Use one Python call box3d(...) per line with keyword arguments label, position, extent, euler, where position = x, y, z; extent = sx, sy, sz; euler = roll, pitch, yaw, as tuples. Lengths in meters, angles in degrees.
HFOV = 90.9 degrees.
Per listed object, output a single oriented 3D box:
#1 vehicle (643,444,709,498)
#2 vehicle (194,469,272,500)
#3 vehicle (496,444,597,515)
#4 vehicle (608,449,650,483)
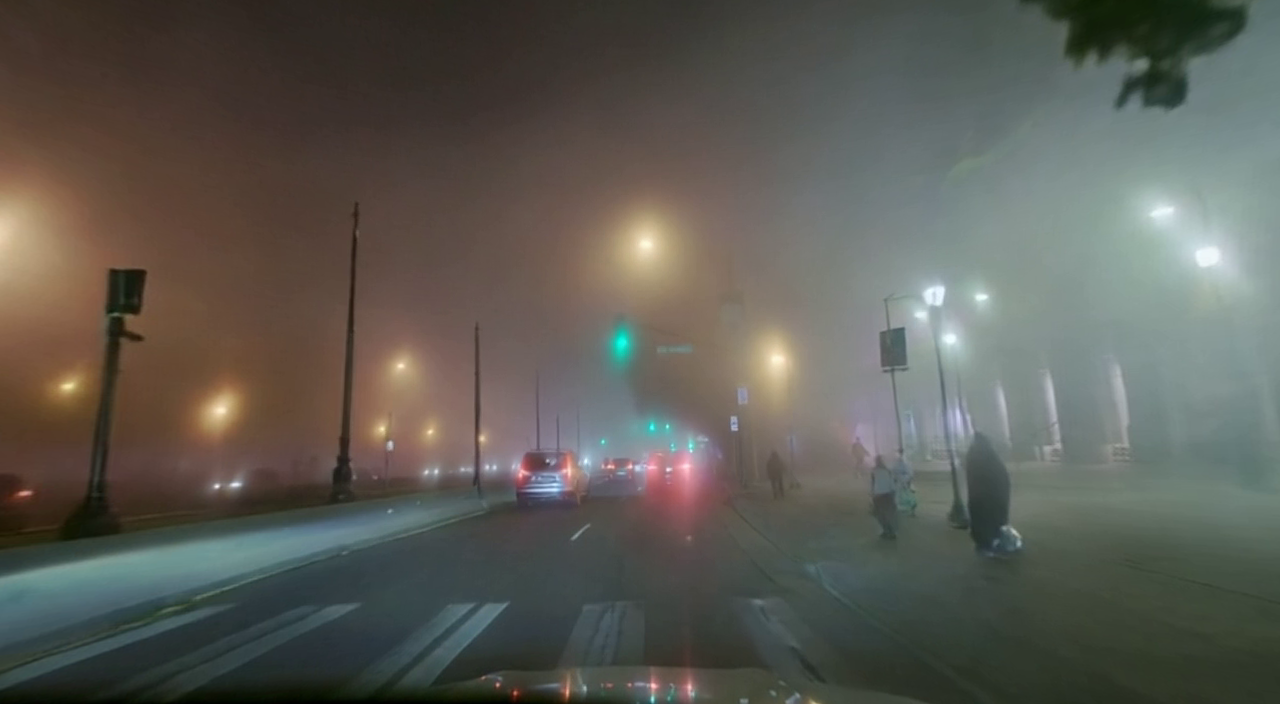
box3d(label="vehicle", position=(1.249, 4.194, 22.629), extent=(2.120, 1.758, 3.917), euler=(-1, -9, 2))
box3d(label="vehicle", position=(-27.798, 9.031, 43.256), extent=(2.045, 1.799, 4.945), euler=(0, -9, 0))
box3d(label="vehicle", position=(-2.425, 3.415, 17.378), extent=(1.940, 1.722, 3.823), euler=(-1, -9, 4))
box3d(label="vehicle", position=(-0.592, 6.767, 37.812), extent=(2.220, 1.847, 4.587), euler=(-1, -9, 3))
